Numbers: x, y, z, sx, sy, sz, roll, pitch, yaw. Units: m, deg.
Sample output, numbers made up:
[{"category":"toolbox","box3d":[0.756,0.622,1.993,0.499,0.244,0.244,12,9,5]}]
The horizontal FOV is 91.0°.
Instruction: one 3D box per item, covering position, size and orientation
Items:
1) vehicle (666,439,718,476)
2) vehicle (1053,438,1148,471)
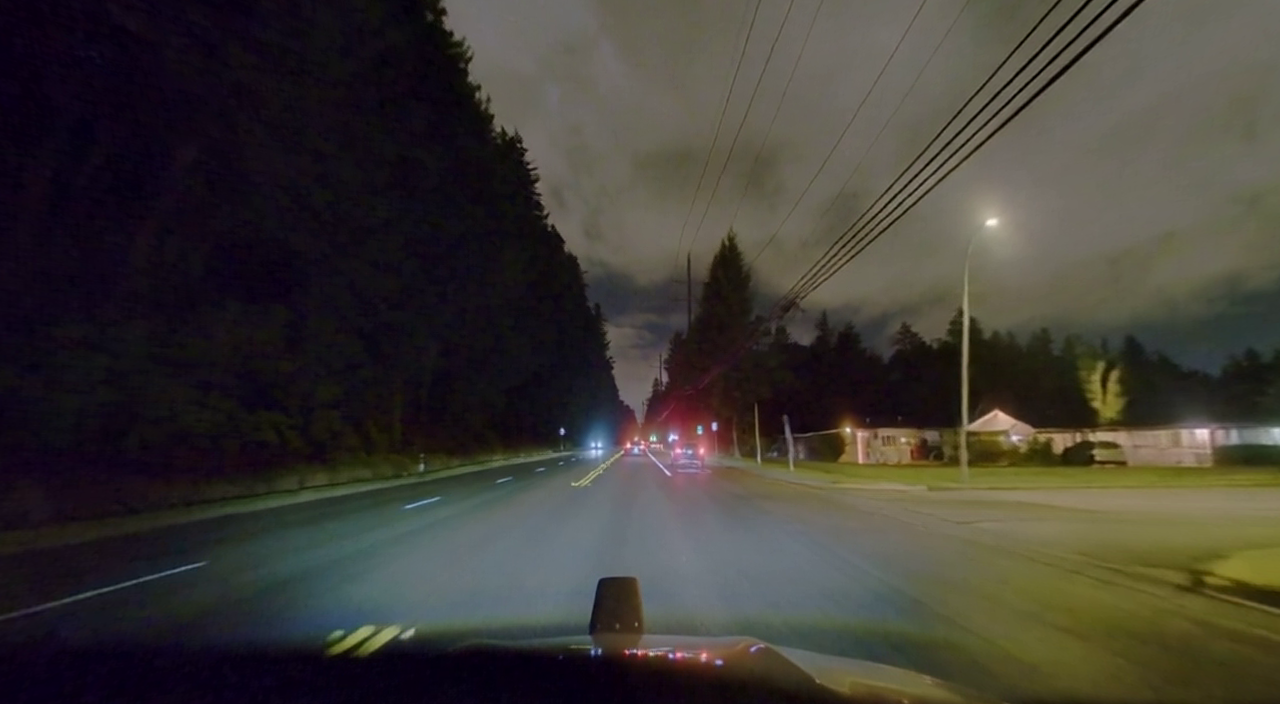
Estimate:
[{"category":"vehicle","box3d":[2.277,4.734,28.410,1.975,1.497,3.647,0,-9,-1]},{"category":"vehicle","box3d":[22.288,4.978,30.668,1.851,1.458,3.709,0,-9,1]}]
